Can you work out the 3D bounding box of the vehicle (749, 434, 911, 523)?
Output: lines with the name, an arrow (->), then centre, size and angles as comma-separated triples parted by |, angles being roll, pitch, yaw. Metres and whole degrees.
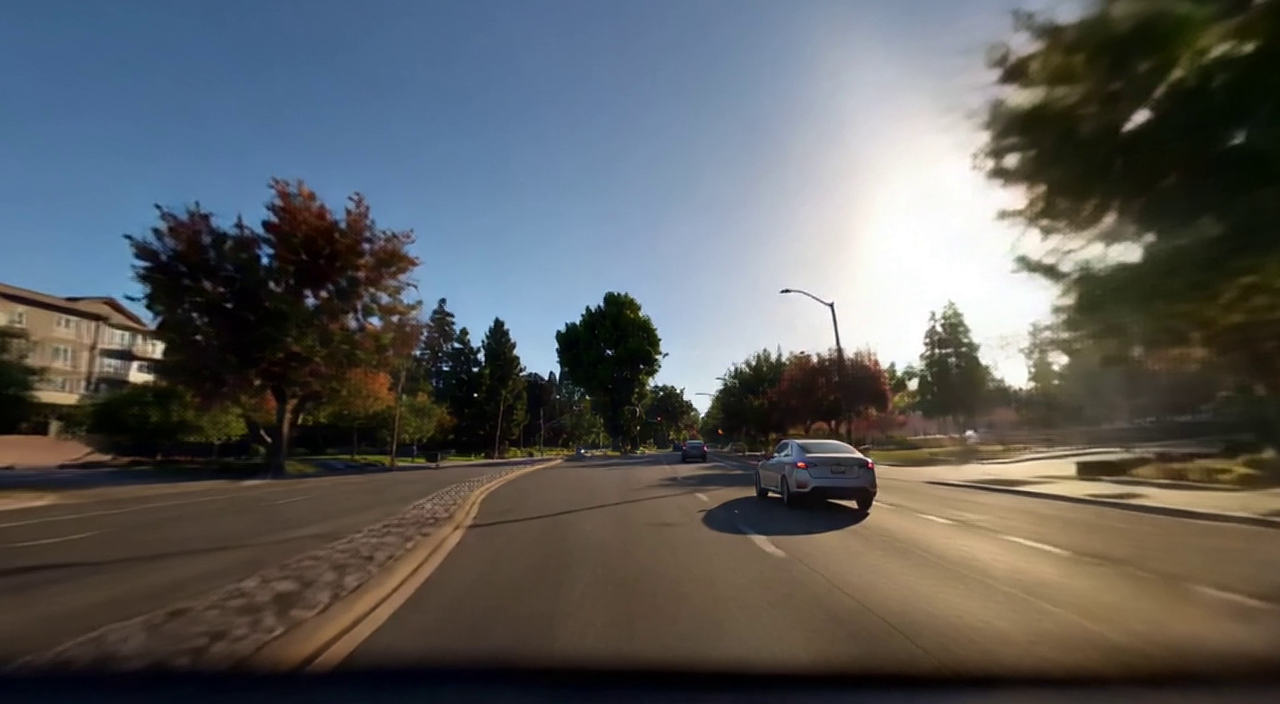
vehicle -> 3.510, 2.417, 12.575 | 1.852, 1.453, 4.083 | 0, -9, -1
